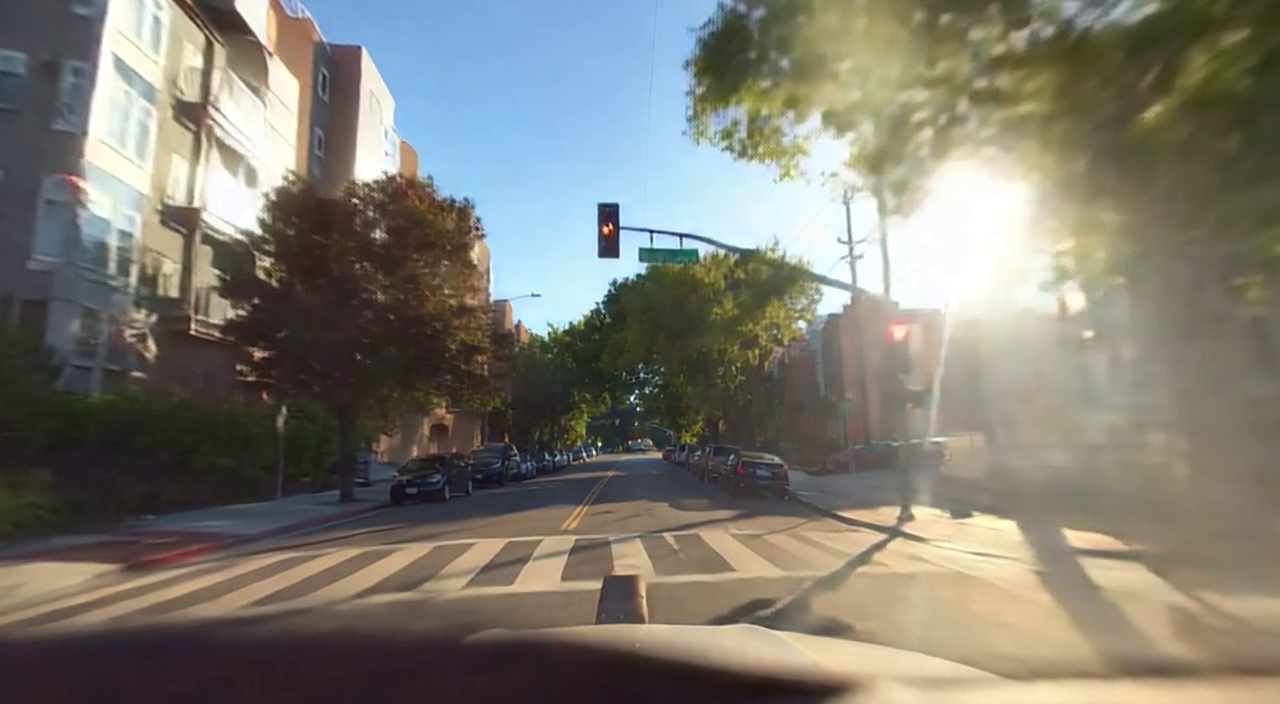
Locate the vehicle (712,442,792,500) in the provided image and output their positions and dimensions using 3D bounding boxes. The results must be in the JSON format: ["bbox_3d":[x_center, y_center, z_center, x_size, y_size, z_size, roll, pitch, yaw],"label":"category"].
[{"bbox_3d":[3.671,3.966,21.599,1.924,1.657,4.665,1,-8,1],"label":"vehicle"}]

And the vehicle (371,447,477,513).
[{"bbox_3d":[-6.606,3.886,19.833,1.763,1.612,4.462,-6,-8,-1],"label":"vehicle"}]

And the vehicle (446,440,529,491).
[{"bbox_3d":[-6.346,4.737,26.854,2.175,1.849,4.725,-3,-8,2],"label":"vehicle"}]
